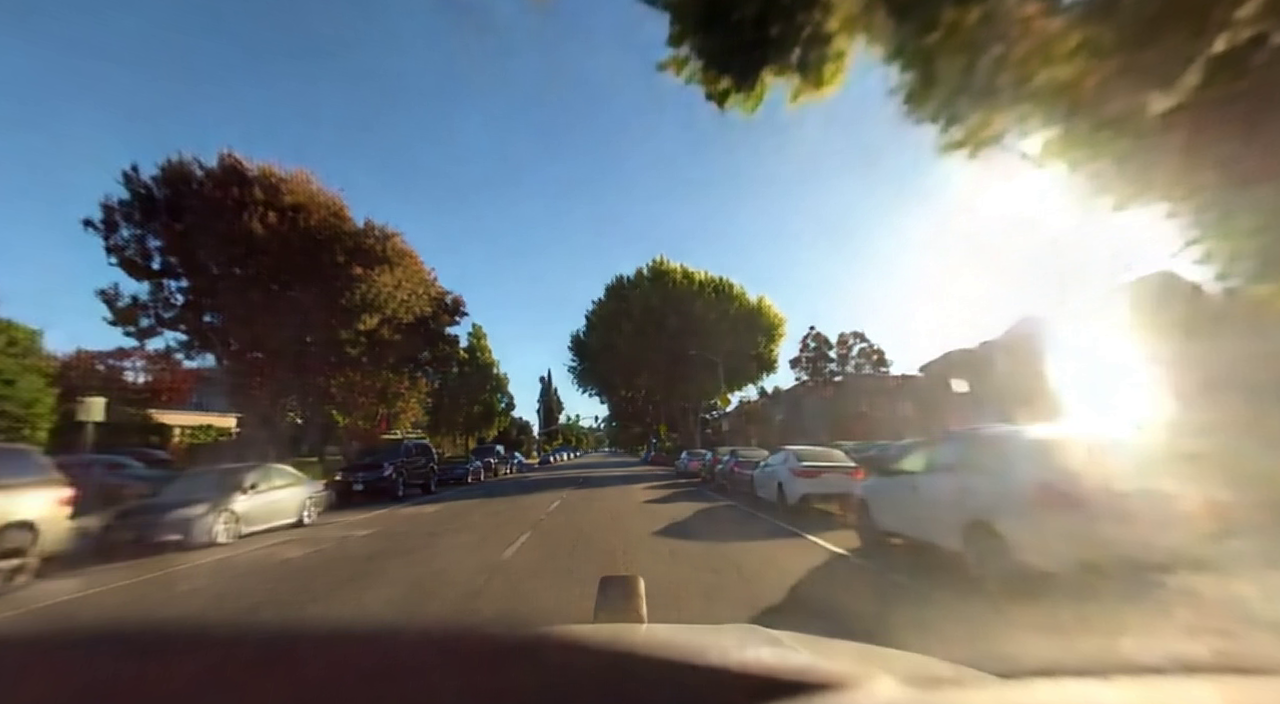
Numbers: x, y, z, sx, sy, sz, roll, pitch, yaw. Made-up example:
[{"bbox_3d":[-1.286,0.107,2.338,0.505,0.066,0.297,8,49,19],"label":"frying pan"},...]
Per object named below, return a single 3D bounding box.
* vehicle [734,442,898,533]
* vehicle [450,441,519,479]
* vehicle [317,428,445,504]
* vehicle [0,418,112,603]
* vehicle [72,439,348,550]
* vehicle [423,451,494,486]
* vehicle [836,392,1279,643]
[{"bbox_3d":[3.397,2.709,13.235,2.009,1.547,4.574,0,-9,-2],"label":"vehicle"},{"bbox_3d":[-8.768,6.178,36.261,2.613,1.959,5.843,0,-9,-1],"label":"vehicle"},{"bbox_3d":[-8.260,3.683,20.752,2.146,2.167,5.339,0,-9,-3],"label":"vehicle"},{"bbox_3d":[-7.448,1.415,5.083,2.072,1.840,5.197,-2,-10,-4],"label":"vehicle"},{"bbox_3d":[-7.730,2.571,12.143,2.055,1.663,4.889,0,-9,-3],"label":"vehicle"},{"bbox_3d":[-8.405,5.416,29.617,2.057,1.486,4.759,0,-9,-2],"label":"vehicle"},{"bbox_3d":[4.090,1.556,6.980,2.071,1.781,4.737,0,-9,-3],"label":"vehicle"}]
